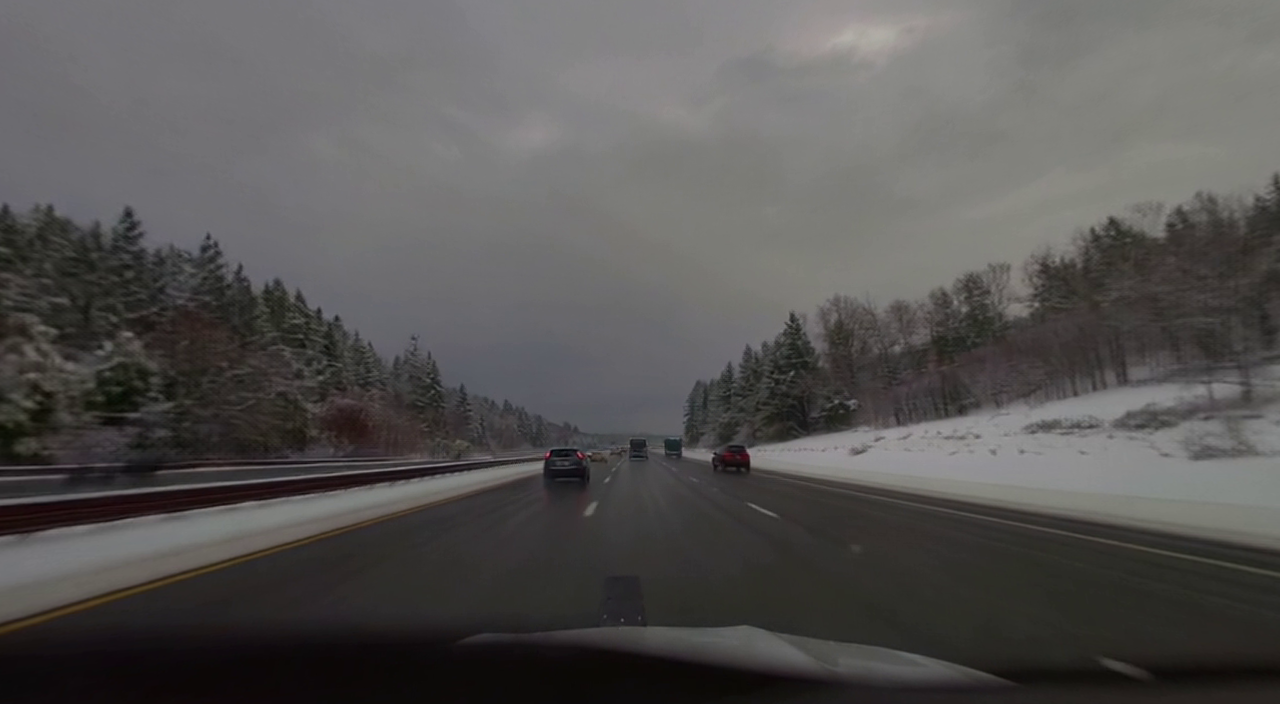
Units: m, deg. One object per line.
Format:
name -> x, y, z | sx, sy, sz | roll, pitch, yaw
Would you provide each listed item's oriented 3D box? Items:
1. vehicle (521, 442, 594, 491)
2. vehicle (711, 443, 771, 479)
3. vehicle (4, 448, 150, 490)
vehicle -> -2.685, 3.843, 21.533 | 2.053, 1.483, 4.185 | 0, -9, -1
vehicle -> 4.406, 4.825, 28.048 | 1.926, 1.483, 3.528 | 0, -9, -3
vehicle -> -21.639, 4.469, 24.481 | 1.930, 1.474, 4.042 | 0, -9, 0
